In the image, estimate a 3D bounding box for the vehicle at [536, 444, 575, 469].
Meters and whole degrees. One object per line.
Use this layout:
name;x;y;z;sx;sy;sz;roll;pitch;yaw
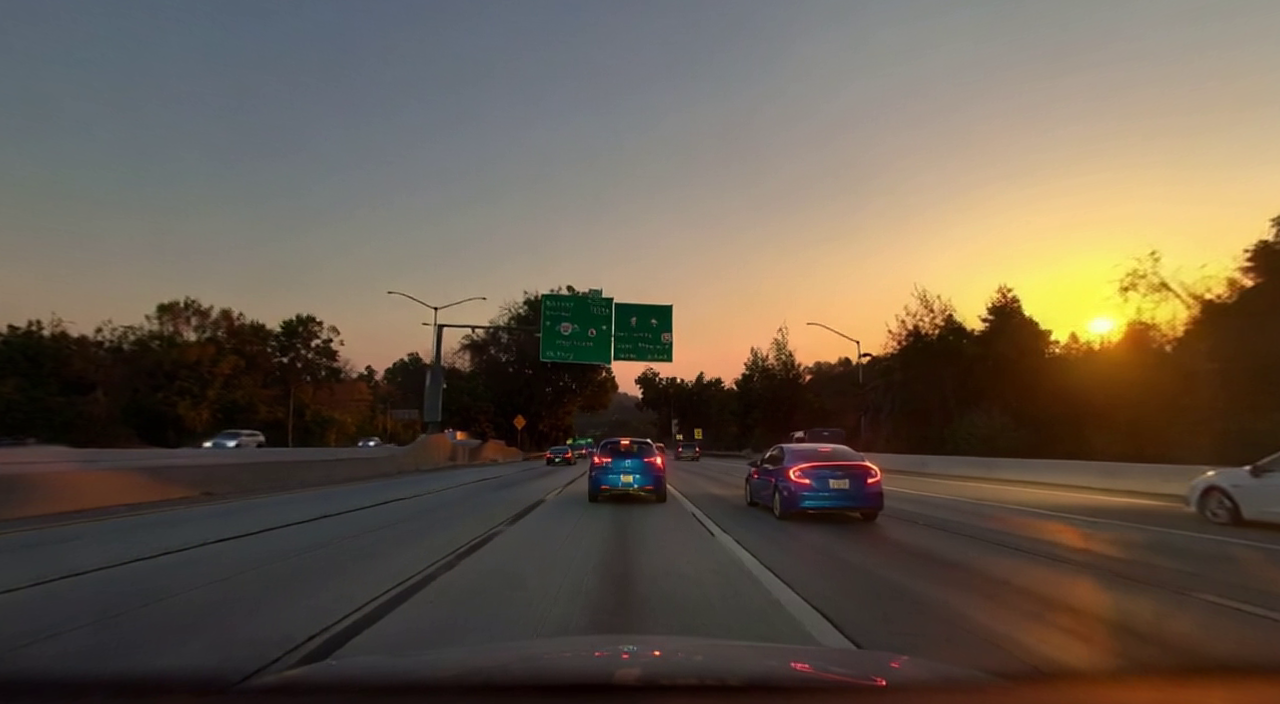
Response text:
vehicle;-5.403;6.739;40.807;2.023;1.497;4.526;1;-9;-2

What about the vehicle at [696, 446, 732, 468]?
vehicle;5.536;7.959;47.875;1.972;1.521;4.498;1;-9;-3

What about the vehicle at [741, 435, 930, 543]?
vehicle;3.181;2.314;11.309;1.975;1.532;4.227;1;-9;-1

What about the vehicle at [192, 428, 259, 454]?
vehicle;-30.794;6.640;46.946;1.965;1.795;4.589;1;-9;-3

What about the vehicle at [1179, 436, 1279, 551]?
vehicle;10.266;1.921;8.259;2.106;1.641;4.671;1;-9;-3

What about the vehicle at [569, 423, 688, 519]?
vehicle;-0.242;2.496;13.630;2.181;1.728;3.970;1;-9;-1
